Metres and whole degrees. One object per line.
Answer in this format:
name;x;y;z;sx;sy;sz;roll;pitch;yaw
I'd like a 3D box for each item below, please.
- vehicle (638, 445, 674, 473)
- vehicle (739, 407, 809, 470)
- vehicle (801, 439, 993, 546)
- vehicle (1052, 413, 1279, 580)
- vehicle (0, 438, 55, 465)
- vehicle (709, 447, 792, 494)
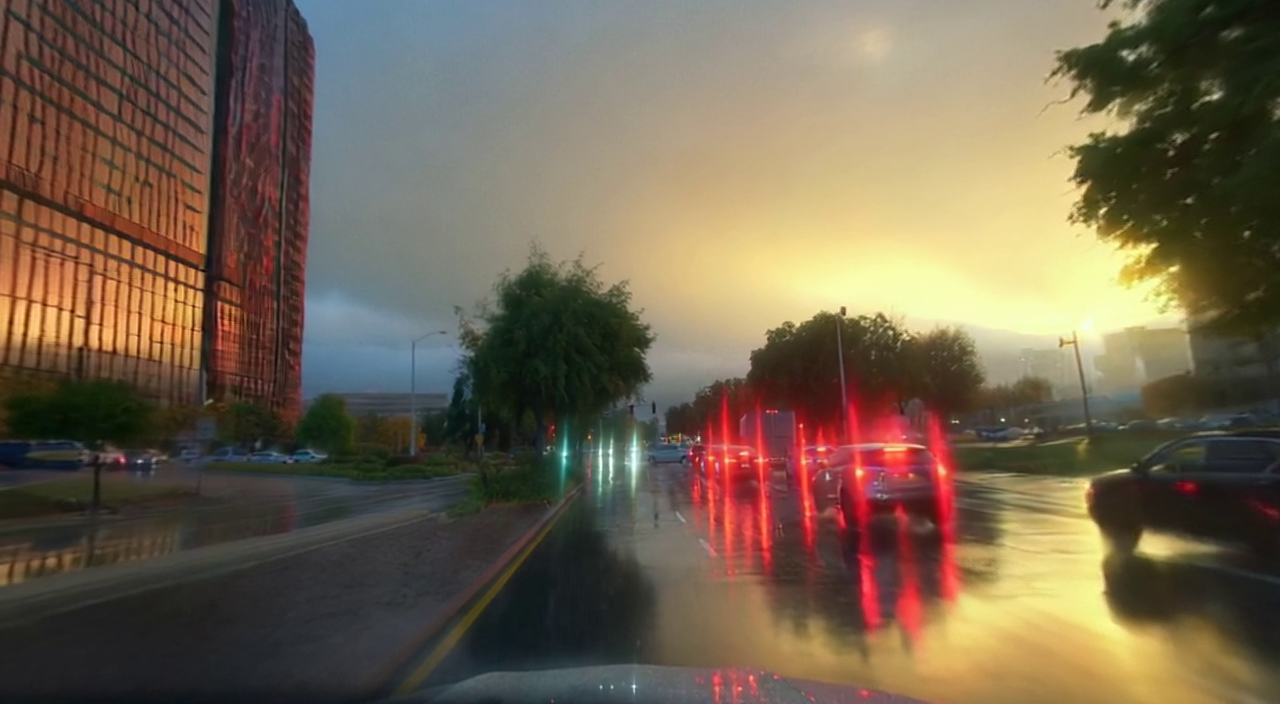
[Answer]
vehicle;1.088;6.839;40.526;2.121;1.728;4.161;-1;-9;4
vehicle;8.819;6.057;43.381;3.128;3.616;13.736;-1;-9;5
vehicle;4.588;2.534;12.209;2.089;1.609;4.922;-1;-9;6
vehicle;7.775;1.646;7.462;2.138;1.738;5.088;1;-9;-3
vehicle;-45.179;7.206;45.087;4.582;1.636;1.943;-3;-5;-5
vehicle;3.946;4.278;23.193;2.183;1.553;3.923;0;-9;-3
